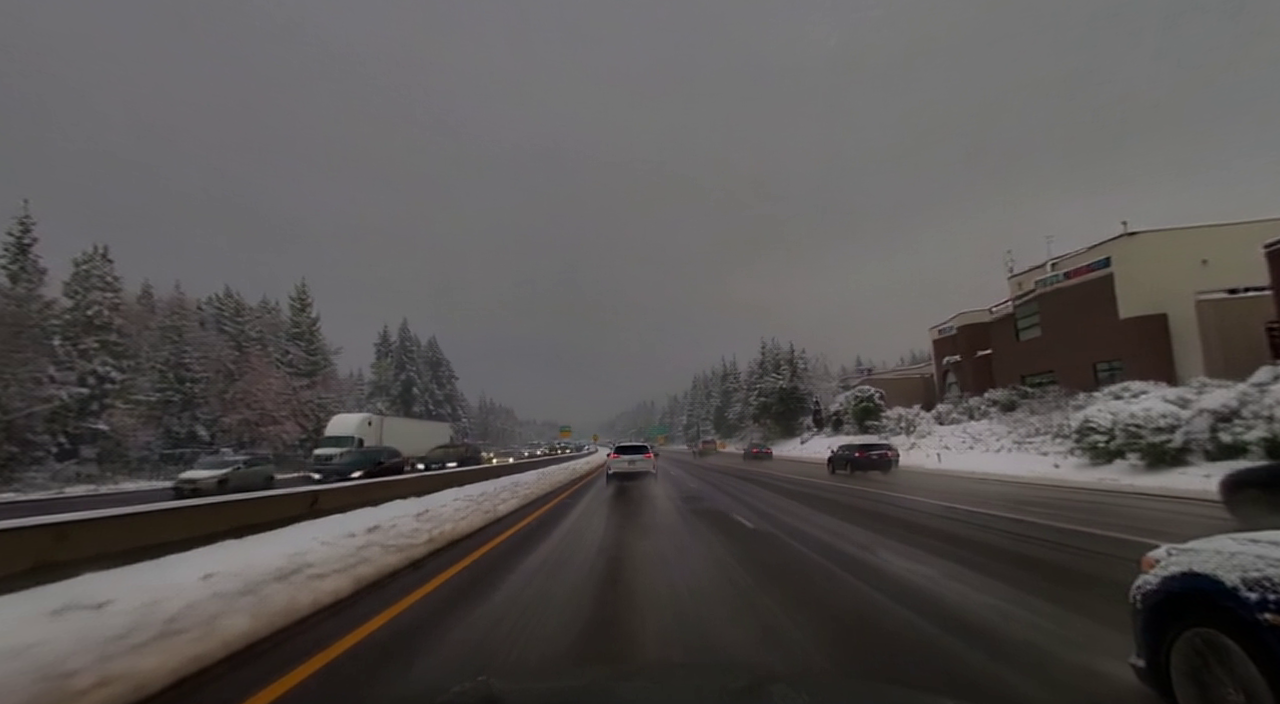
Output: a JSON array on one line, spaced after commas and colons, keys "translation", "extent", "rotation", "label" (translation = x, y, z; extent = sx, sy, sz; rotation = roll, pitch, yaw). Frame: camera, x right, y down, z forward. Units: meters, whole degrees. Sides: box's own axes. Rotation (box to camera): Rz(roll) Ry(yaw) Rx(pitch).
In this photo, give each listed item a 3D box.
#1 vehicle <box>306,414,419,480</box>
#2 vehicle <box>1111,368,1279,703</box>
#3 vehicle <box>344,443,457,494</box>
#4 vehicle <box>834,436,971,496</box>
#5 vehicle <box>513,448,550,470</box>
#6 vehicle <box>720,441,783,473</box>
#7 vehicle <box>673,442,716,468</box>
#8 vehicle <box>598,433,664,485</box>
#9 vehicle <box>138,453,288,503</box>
[{"translation": [-18.286, 6.381, 42.657], "extent": [3.068, 3.921, 9.552], "rotation": [0, -8, 1], "label": "vehicle"}, {"translation": [3.325, 0.668, 1.157], "extent": [1.967, 1.547, 3.777], "rotation": [0, -8, 0], "label": "vehicle"}, {"translation": [-8.273, 4.041, 22.385], "extent": [2.069, 1.613, 4.660], "rotation": [0, -8, 2], "label": "vehicle"}, {"translation": [7.188, 3.149, 17.847], "extent": [1.958, 1.473, 4.201], "rotation": [0, -8, -1], "label": "vehicle"}, {"translation": [-7.984, 7.887, 46.703], "extent": [1.931, 1.541, 4.018], "rotation": [0, -8, 1], "label": "vehicle"}, {"translation": [5.536, 5.275, 31.980], "extent": [1.934, 1.461, 4.368], "rotation": [1, -8, -7], "label": "vehicle"}, {"translation": [3.276, 6.300, 38.738], "extent": [2.115, 1.481, 3.968], "rotation": [0, -8, -2], "label": "vehicle"}, {"translation": [-0.346, 4.056, 24.246], "extent": [2.298, 1.809, 4.359], "rotation": [0, -8, -1], "label": "vehicle"}, {"translation": [-14.813, 4.356, 22.315], "extent": [1.924, 1.472, 4.767], "rotation": [0, -8, 1], "label": "vehicle"}]
